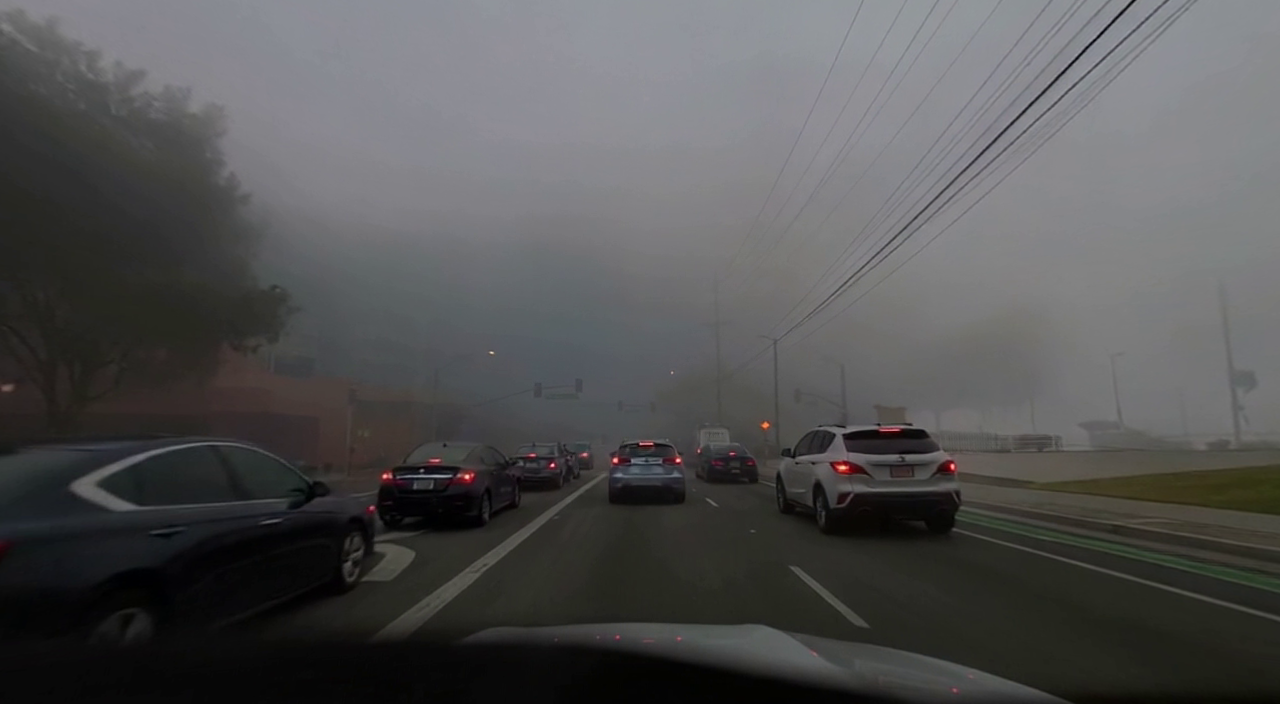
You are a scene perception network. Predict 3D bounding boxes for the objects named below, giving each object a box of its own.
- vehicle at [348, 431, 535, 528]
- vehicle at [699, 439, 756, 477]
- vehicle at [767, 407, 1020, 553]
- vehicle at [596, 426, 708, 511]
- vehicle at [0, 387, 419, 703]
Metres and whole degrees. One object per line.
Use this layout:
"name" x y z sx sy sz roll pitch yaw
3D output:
"vehicle" -3.498 2.346 12.226 2.124 1.500 4.626 0 -8 0
"vehicle" 3.780 4.672 28.005 1.880 1.503 4.130 0 -8 -1
"vehicle" 3.464 1.855 9.776 2.024 1.711 4.512 0 -8 0
"vehicle" 0.219 2.611 14.538 2.200 1.653 4.127 0 -8 0
"vehicle" -3.221 1.185 4.187 2.104 1.488 4.546 0 -8 -4
